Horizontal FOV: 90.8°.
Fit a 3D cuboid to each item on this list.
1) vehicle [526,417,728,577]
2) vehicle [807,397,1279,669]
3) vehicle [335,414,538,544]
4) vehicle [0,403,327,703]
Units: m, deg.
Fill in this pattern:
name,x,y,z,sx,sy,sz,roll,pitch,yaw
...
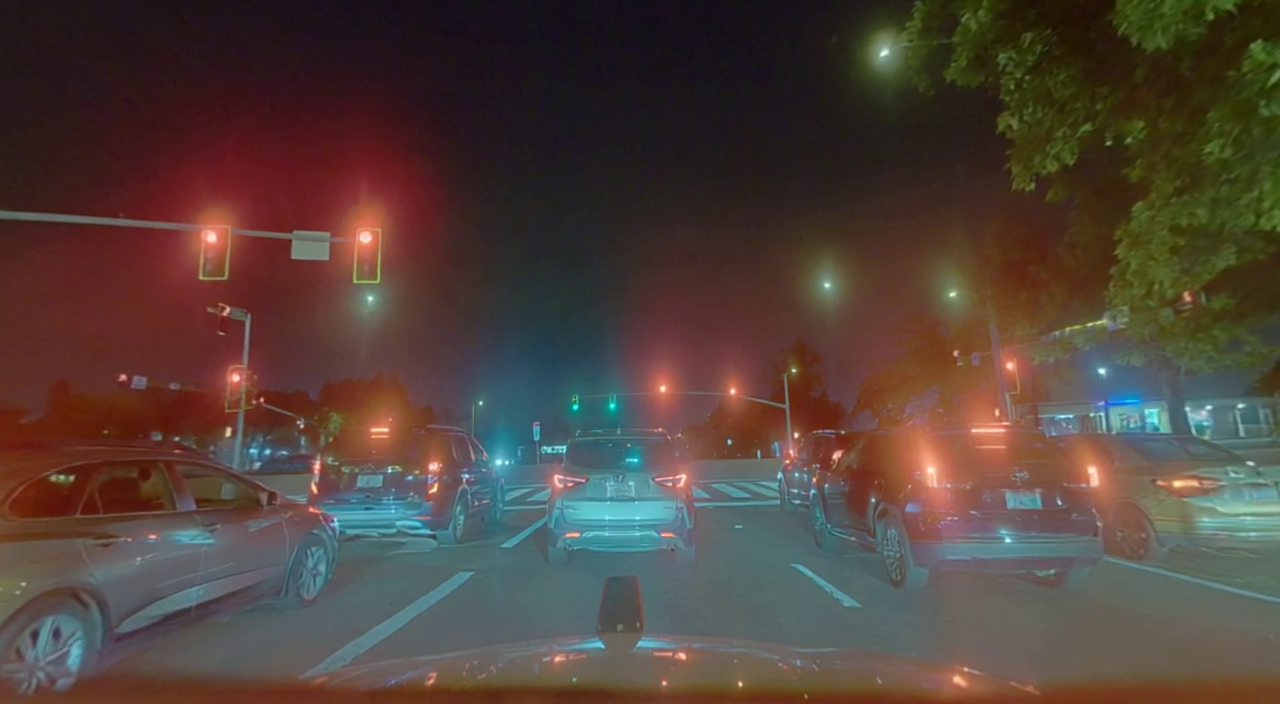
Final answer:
name,x,y,z,sx,sy,sz,roll,pitch,yaw
vehicle,-0.102,1.801,8.550,2.106,1.655,3.717,0,-8,1
vehicle,3.236,1.444,6.194,2.006,1.659,4.462,0,-8,1
vehicle,-3.225,2.111,11.155,2.048,1.805,4.405,0,-8,1
vehicle,-3.350,0.945,2.358,1.863,1.495,4.667,0,-8,2
